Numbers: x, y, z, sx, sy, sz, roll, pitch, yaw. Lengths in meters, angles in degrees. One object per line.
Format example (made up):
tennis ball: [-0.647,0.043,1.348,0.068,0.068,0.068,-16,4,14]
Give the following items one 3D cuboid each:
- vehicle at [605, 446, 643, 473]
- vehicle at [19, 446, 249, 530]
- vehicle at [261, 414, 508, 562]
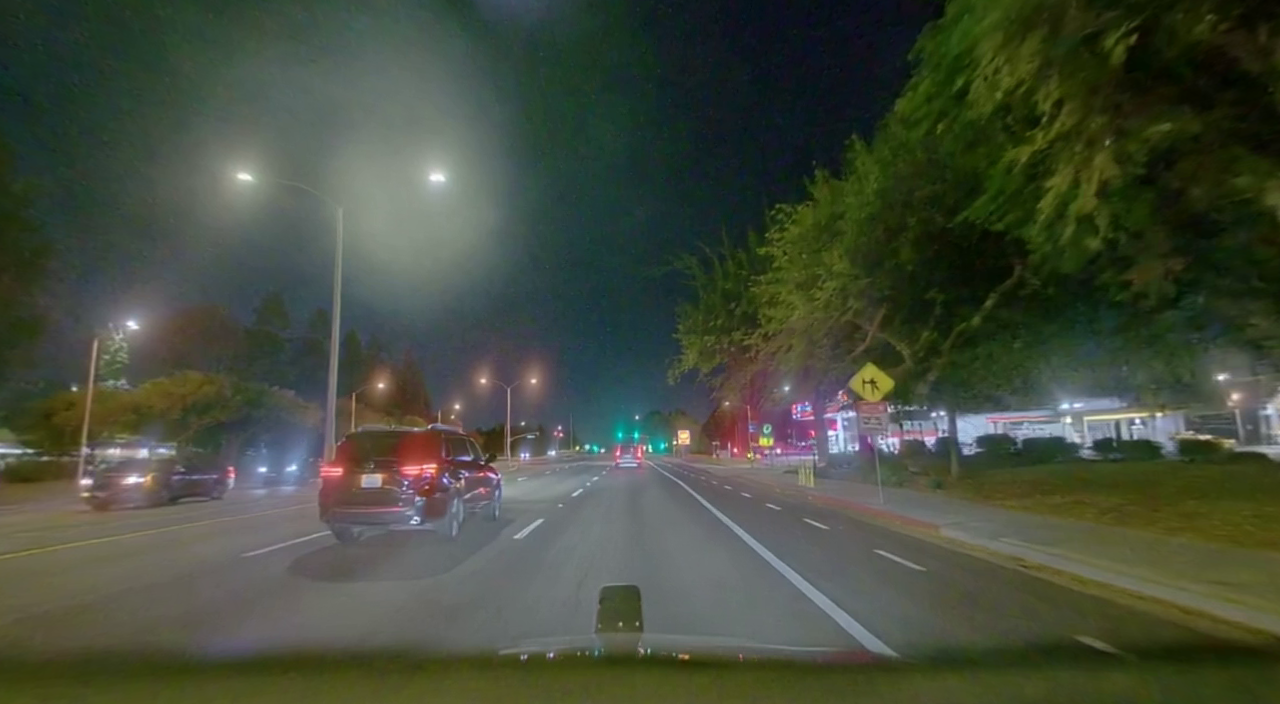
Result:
vehicle: [-1.000,6.948,41.192,2.190,1.662,4.167,-1,-8,3]
vehicle: [-11.652,3.104,15.074,1.929,1.525,4.409,-4,-8,-1]
vehicle: [-3.567,1.979,9.947,1.985,1.772,4.479,0,-8,0]
